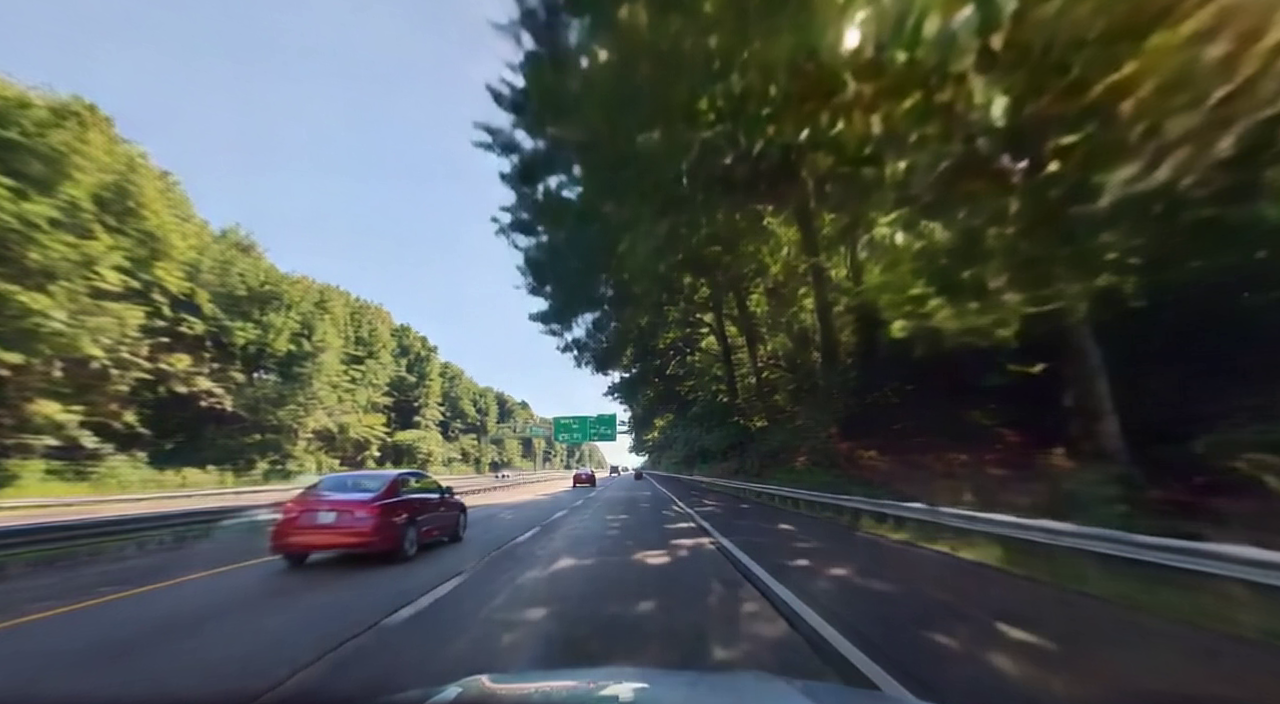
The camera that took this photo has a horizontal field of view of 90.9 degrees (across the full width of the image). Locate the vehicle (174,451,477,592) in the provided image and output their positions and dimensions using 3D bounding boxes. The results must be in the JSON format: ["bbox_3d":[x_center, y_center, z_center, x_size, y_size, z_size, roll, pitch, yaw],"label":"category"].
[{"bbox_3d":[-4.001,2.251,9.114,1.995,1.467,4.467,0,-10,1],"label":"vehicle"}]

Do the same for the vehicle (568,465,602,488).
[{"bbox_3d":[-3.729,8.577,43.498,1.954,1.509,4.094,1,-10,0],"label":"vehicle"}]
